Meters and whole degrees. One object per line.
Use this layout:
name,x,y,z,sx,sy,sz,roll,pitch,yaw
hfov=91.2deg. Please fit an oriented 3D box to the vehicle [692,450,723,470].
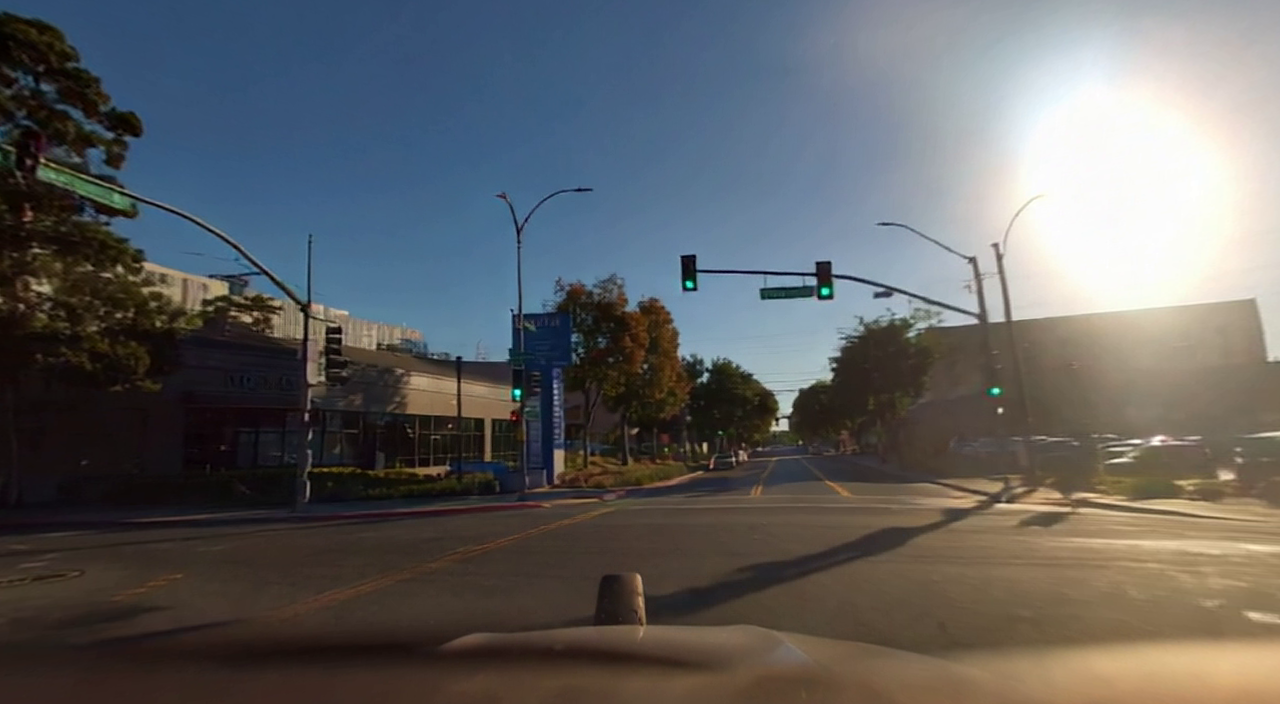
vehicle,5.383,8.512,49.530,1.964,1.497,3.674,-3,-9,13

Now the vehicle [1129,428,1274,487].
vehicle,16.521,3.063,18.399,4.295,1.508,1.955,5,-11,-33

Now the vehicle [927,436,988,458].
vehicle,22.103,6.631,43.696,3.426,1.405,1.553,-4,-8,12
